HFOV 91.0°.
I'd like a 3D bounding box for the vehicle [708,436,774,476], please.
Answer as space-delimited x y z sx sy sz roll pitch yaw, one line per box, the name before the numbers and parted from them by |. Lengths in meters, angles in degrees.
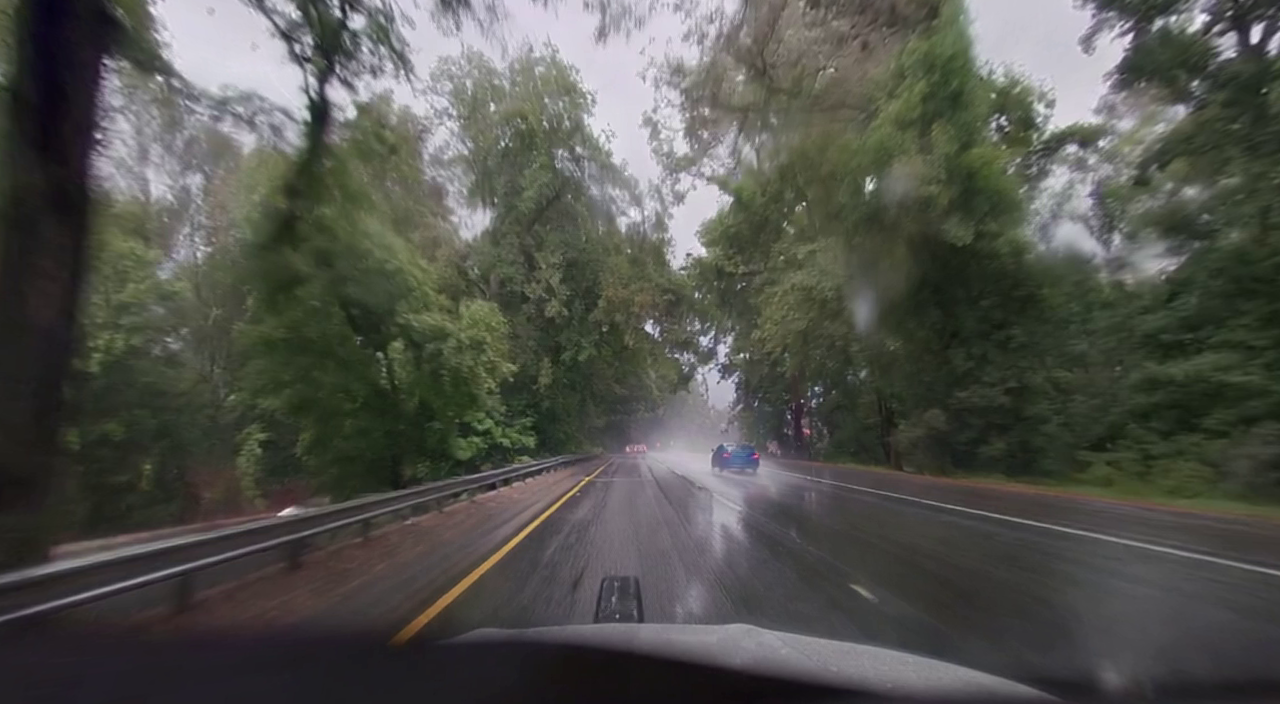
vehicle | 4.178 4.400 26.879 1.905 1.525 4.719 0 -8 -2
